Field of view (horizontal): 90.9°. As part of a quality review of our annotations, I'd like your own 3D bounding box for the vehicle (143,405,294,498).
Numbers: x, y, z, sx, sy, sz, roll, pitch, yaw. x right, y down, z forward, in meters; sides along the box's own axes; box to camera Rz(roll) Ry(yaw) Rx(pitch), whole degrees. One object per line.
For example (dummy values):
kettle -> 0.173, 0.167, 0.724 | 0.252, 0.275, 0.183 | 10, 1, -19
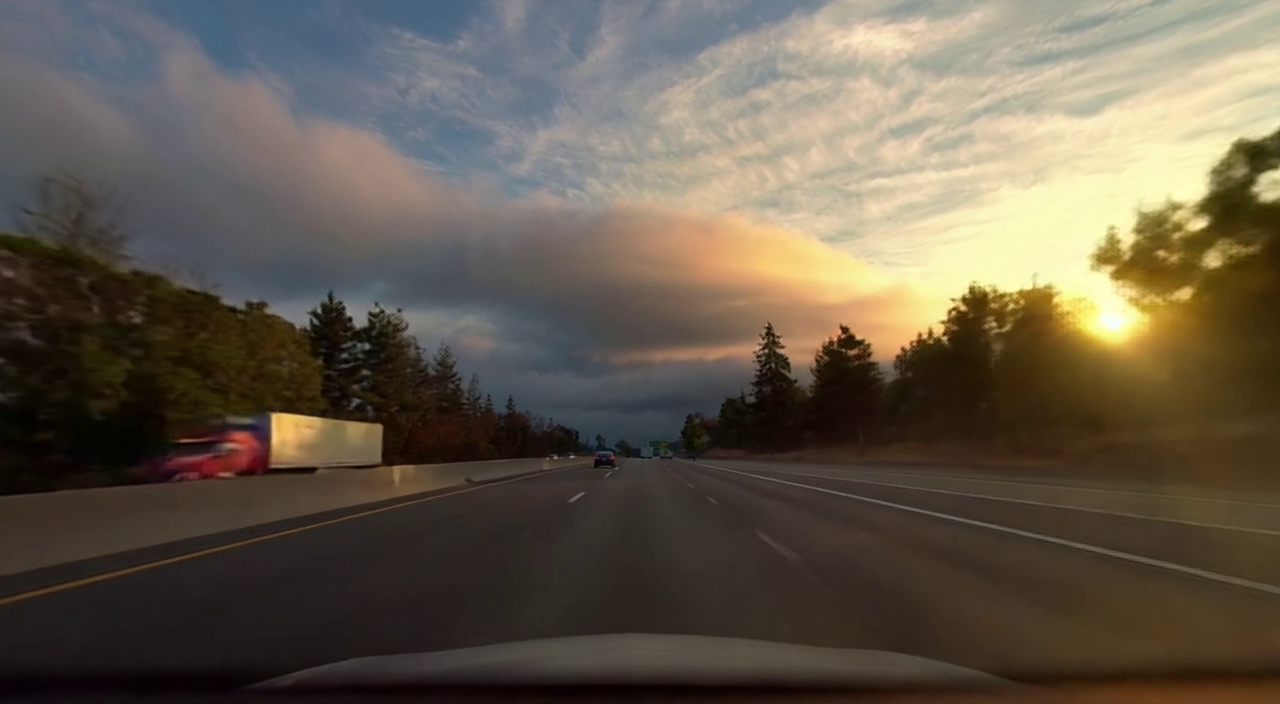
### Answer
vehicle -> -20.213, 4.844, 30.770 | 2.997, 4.027, 6.007 | 0, -9, 0
